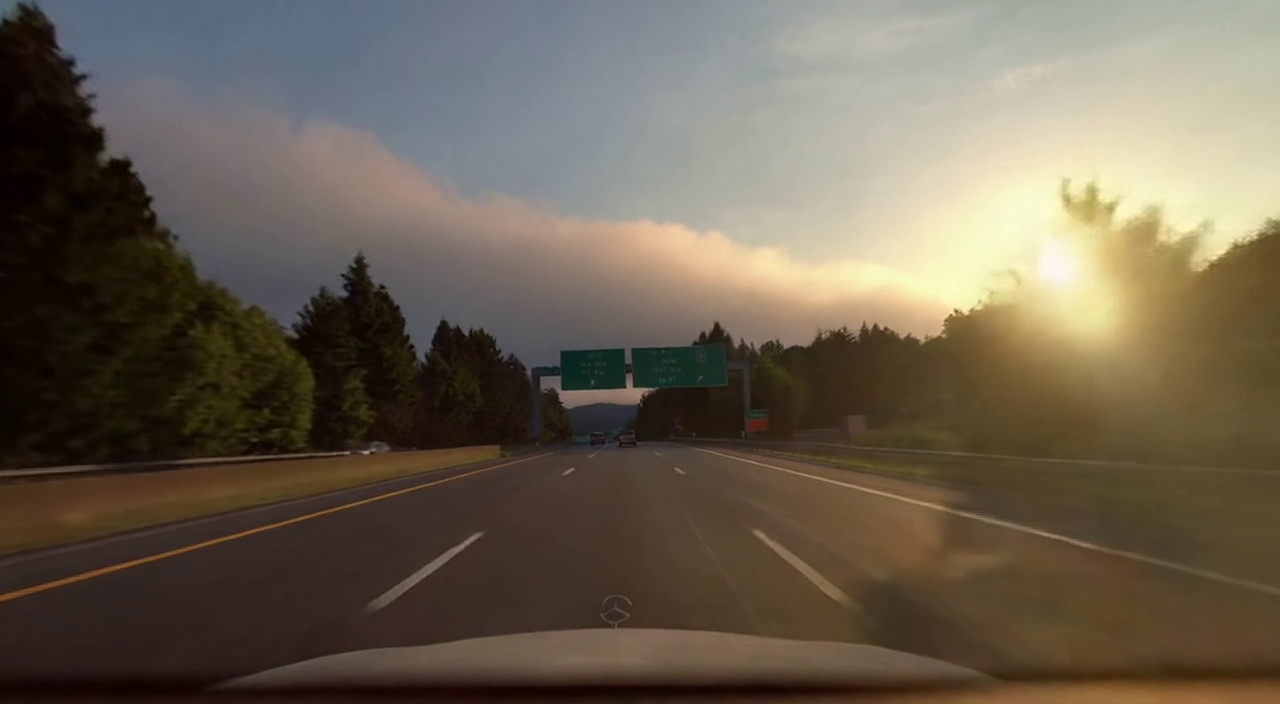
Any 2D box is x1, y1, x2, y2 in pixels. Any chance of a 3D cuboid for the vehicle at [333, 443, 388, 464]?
[{"bbox_3d":[-21.056,7.654,47.654,1.857,1.373,5.627,0,-7,-3],"label":"vehicle"}]
